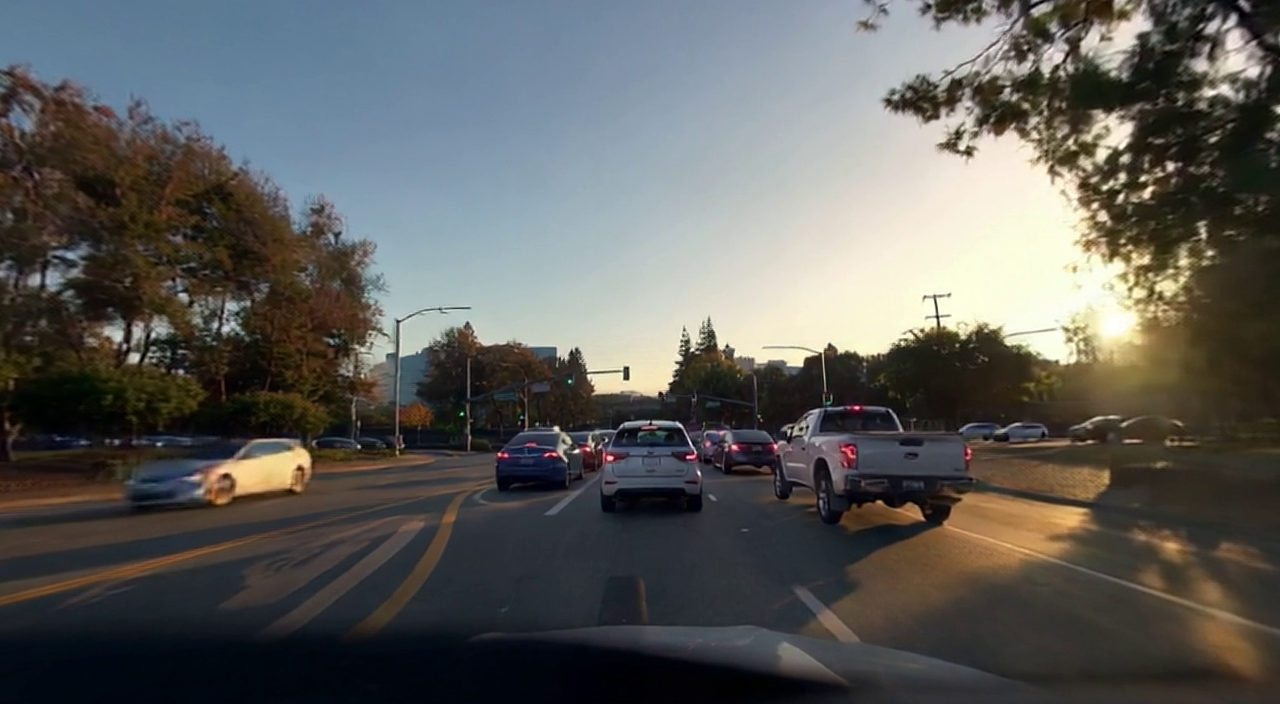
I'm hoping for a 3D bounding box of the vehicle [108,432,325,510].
[{"bbox_3d":[-9.298,2.629,14.398,1.868,1.496,4.219,0,-9,3],"label":"vehicle"}]

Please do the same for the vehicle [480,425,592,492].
[{"bbox_3d":[-2.510,2.728,16.390,2.023,1.494,4.259,0,-9,2],"label":"vehicle"}]

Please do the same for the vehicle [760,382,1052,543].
[{"bbox_3d":[3.662,1.729,10.367,2.317,1.857,5.940,0,-9,1],"label":"vehicle"}]

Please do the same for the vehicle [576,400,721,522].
[{"bbox_3d":[0.211,1.891,11.265,2.113,1.768,3.901,0,-9,3],"label":"vehicle"}]
